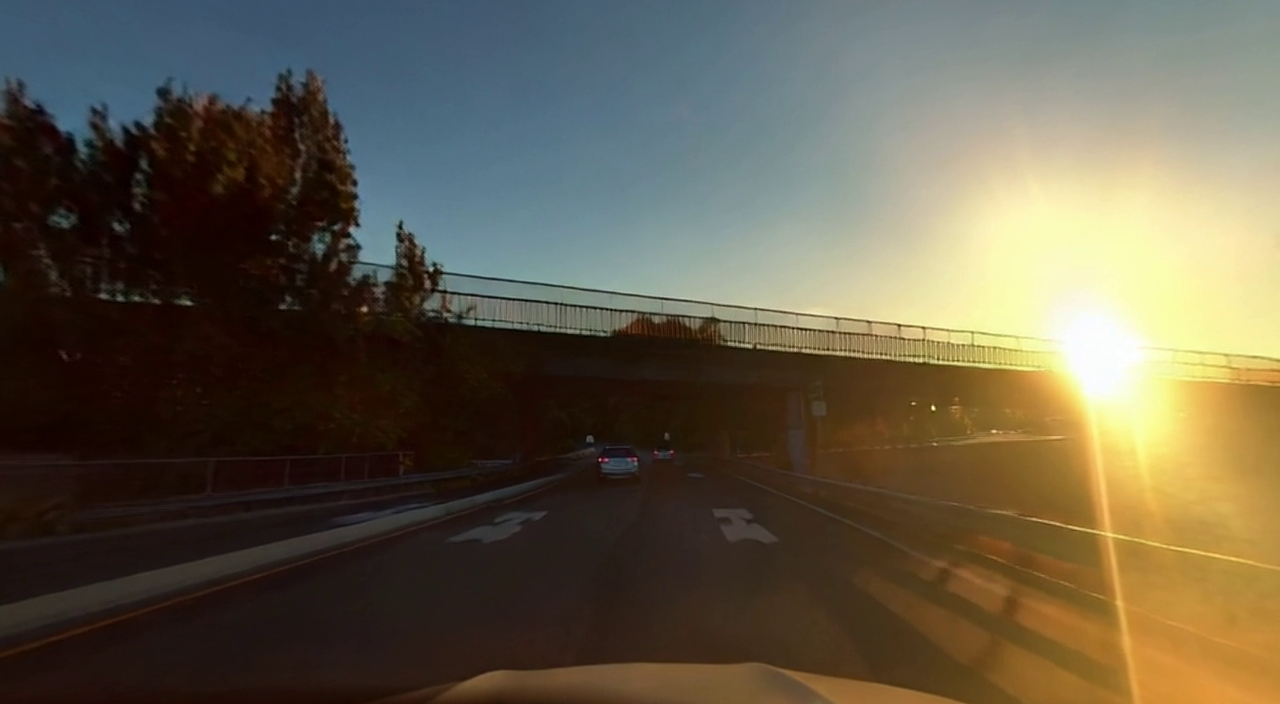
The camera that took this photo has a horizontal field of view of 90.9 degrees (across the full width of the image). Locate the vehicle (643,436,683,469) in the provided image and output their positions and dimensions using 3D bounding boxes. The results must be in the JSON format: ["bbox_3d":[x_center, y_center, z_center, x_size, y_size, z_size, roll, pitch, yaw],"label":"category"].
[{"bbox_3d":[1.431,6.504,40.884,2.273,2.010,4.396,0,-9,-2],"label":"vehicle"}]

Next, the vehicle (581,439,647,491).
[{"bbox_3d":[-0.823,3.788,21.414,2.037,1.601,3.643,0,-9,-1],"label":"vehicle"}]
